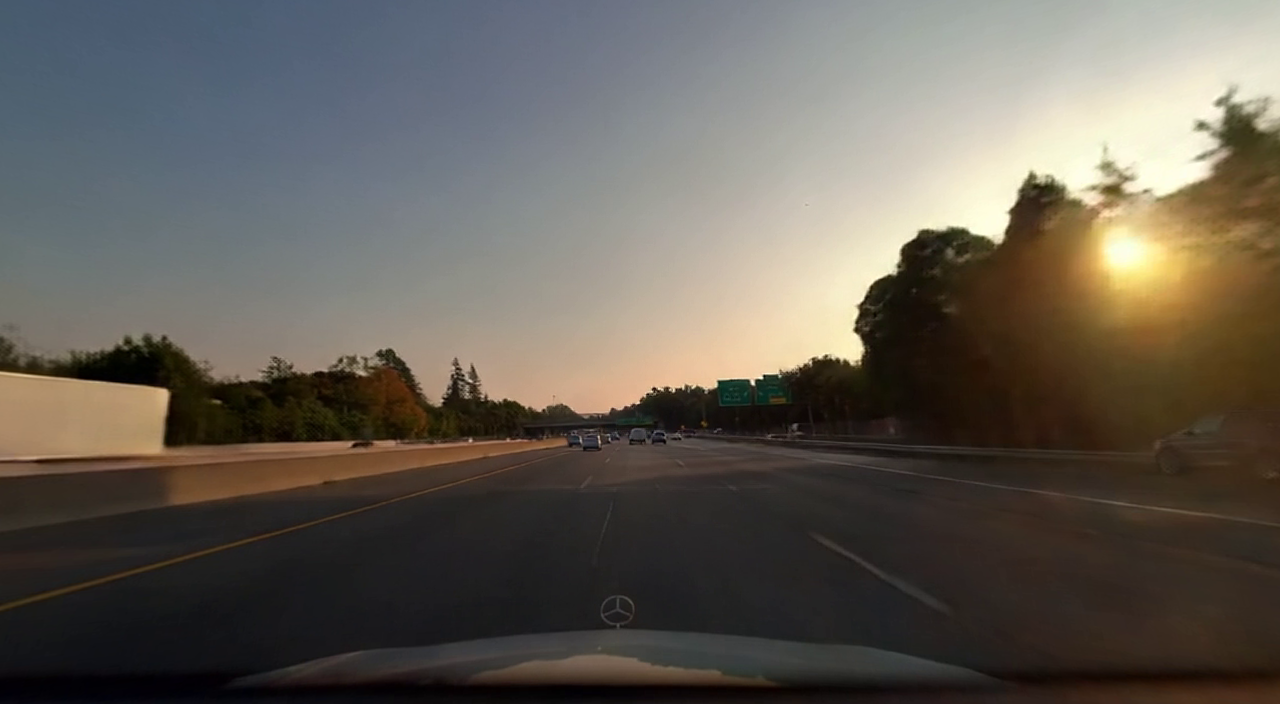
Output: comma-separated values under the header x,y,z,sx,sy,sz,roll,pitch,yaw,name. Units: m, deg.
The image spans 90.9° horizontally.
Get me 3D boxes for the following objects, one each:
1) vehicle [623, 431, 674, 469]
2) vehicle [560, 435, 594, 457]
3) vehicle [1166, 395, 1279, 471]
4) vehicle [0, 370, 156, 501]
x,y,z,sx,sy,sz,roll,pitch,yaw,name
0.287,4.313,28.022,2.086,1.554,3.875,0,-8,-2,vehicle
-4.255,6.431,43.229,2.014,1.471,4.380,0,-8,-1,vehicle
22.638,2.909,22.581,2.232,2.540,6.015,0,-8,-2,vehicle
-19.775,2.116,16.069,3.005,3.718,15.585,0,-8,-2,vehicle
